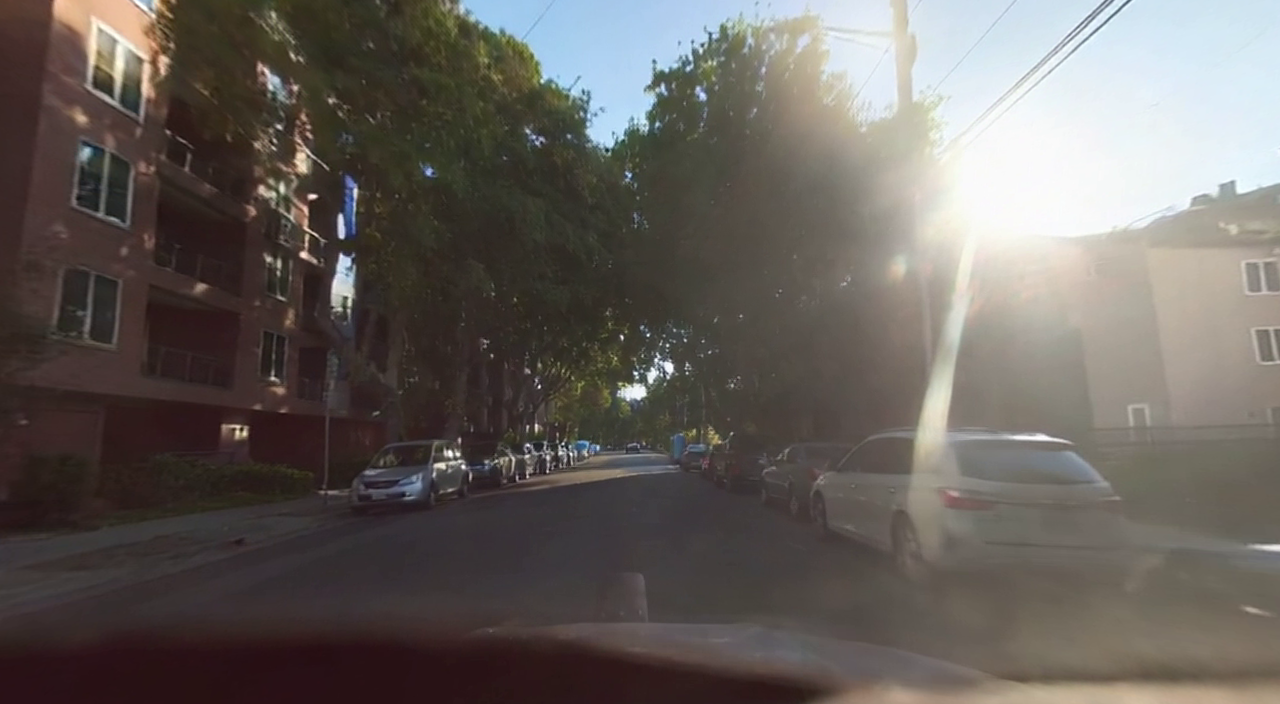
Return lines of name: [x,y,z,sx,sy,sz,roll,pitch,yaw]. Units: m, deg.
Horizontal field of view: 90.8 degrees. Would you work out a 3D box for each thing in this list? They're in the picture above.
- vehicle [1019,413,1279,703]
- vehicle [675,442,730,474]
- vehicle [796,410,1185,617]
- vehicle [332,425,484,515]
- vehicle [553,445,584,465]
vehicle: [3.609,0.917,2.022,1.886,1.493,4.646,0,-9,0]
vehicle: [3.150,5.446,32.680,2.007,1.545,4.562,1,-9,-5]
vehicle: [3.438,1.658,7.496,1.964,1.646,4.543,1,-9,-1]
vehicle: [-5.462,2.837,15.692,2.069,1.881,4.697,0,-9,-2]
vehicle: [-5.618,8.120,49.988,2.049,1.496,4.598,-1,-8,-2]
